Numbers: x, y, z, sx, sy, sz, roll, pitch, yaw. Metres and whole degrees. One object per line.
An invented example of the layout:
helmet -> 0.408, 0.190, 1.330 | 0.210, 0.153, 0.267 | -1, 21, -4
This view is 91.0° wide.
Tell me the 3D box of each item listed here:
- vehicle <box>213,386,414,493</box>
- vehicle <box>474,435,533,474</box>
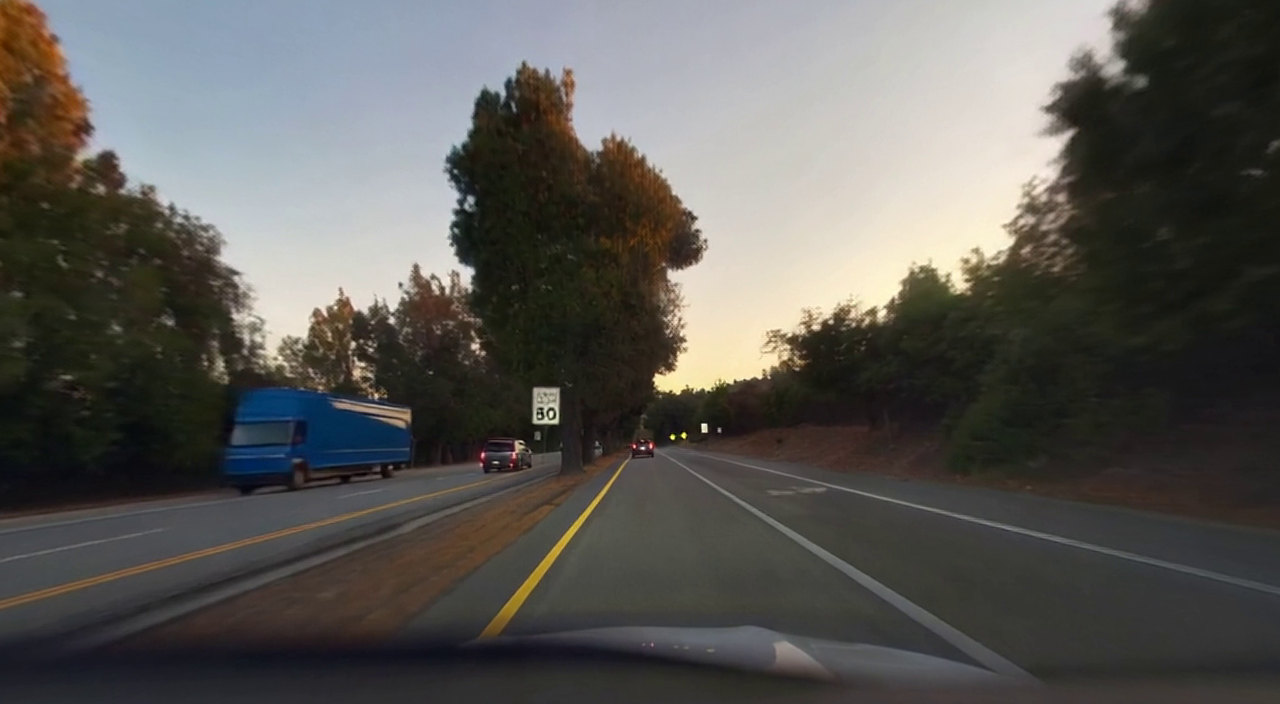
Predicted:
vehicle -> -14.836, 4.277, 30.594 | 2.905, 4.091, 12.827 | 0, -8, 0
vehicle -> -7.122, 5.392, 33.292 | 2.068, 1.897, 4.372 | 0, -8, 1
